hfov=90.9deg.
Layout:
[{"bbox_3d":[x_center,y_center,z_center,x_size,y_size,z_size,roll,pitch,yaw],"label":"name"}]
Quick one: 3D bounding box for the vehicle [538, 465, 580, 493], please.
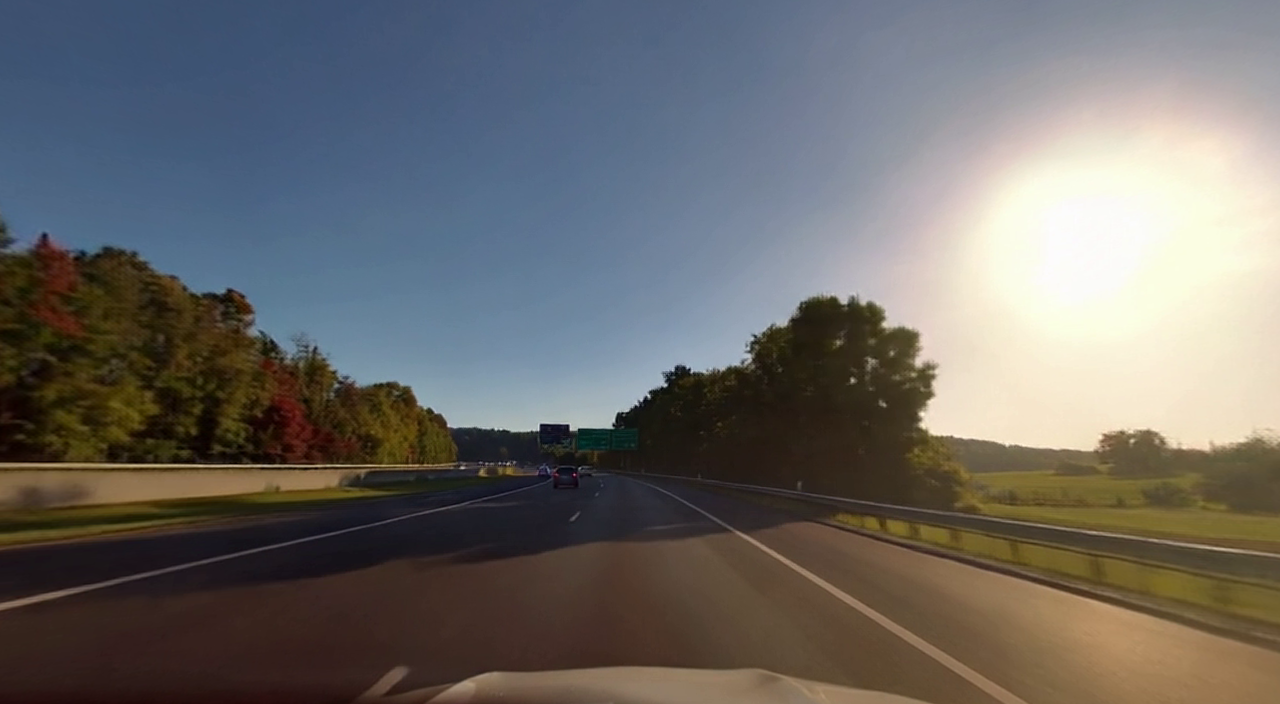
[{"bbox_3d":[-4.868,7.715,38.377,2.115,1.546,4.638,1,-11,-2],"label":"vehicle"}]
